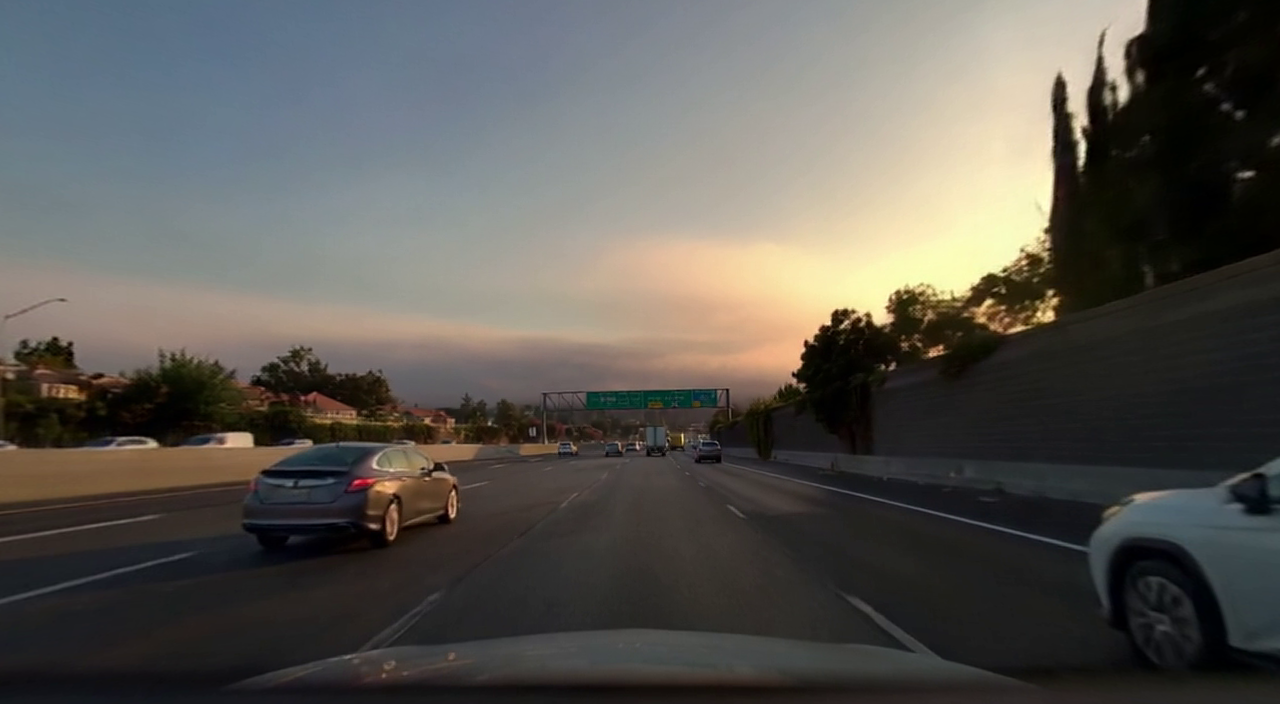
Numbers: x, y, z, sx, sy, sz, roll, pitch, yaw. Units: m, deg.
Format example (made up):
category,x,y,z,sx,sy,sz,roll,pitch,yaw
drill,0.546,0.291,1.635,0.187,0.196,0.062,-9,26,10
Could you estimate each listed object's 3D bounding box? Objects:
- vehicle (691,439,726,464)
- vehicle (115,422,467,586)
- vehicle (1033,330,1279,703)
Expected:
category,x,y,z,sx,sy,sz,roll,pitch,yaw
vehicle,4.723,6.910,43.912,2.046,1.655,4.143,0,-8,1
vehicle,-3.787,1.696,7.874,1.947,1.479,4.114,0,-8,2
vehicle,3.630,0.650,1.698,2.108,1.709,4.703,0,-8,1
